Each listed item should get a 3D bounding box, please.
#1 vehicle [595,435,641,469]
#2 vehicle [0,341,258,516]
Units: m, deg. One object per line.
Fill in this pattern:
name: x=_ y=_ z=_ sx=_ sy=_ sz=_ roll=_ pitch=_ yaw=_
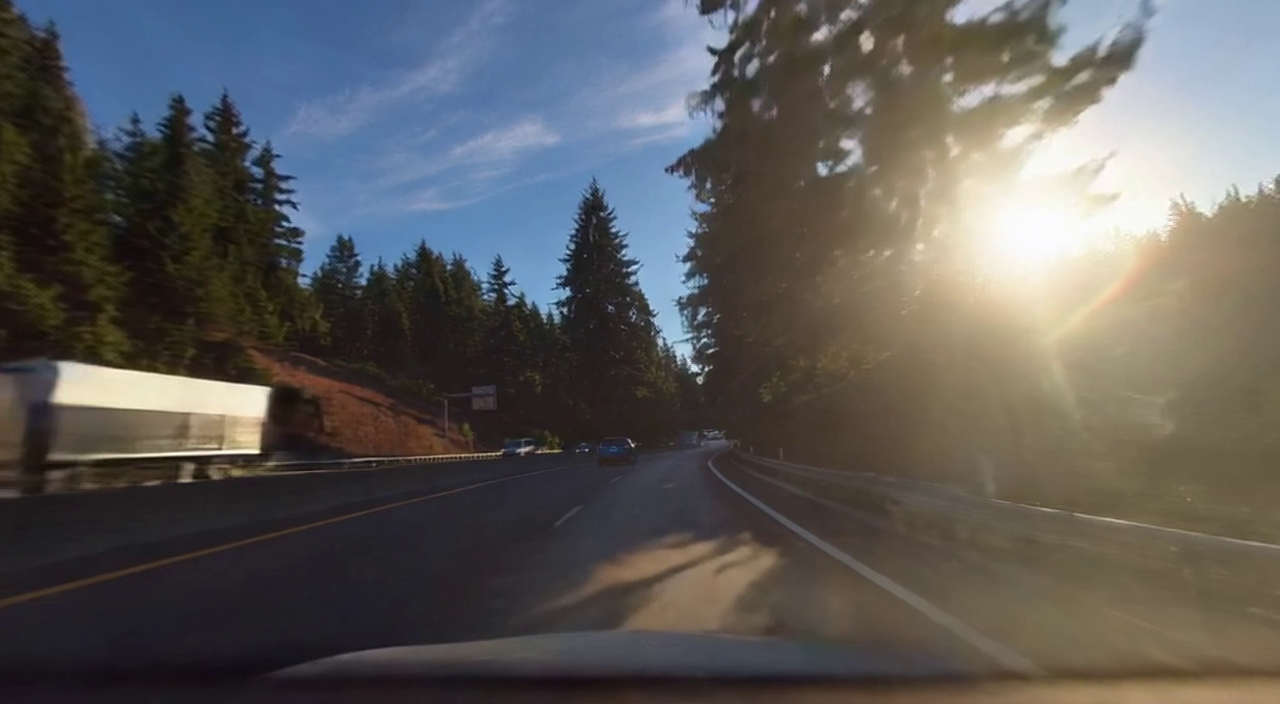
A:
vehicle: x=-1.164 y=5.636 z=35.639 sx=2.005 sy=1.752 sz=4.479 roll=-1 pitch=-8 yaw=5
vehicle: x=-17.164 y=2.563 z=20.106 sx=3.236 sy=4.237 sz=10.335 roll=-1 pitch=-8 yaw=1
